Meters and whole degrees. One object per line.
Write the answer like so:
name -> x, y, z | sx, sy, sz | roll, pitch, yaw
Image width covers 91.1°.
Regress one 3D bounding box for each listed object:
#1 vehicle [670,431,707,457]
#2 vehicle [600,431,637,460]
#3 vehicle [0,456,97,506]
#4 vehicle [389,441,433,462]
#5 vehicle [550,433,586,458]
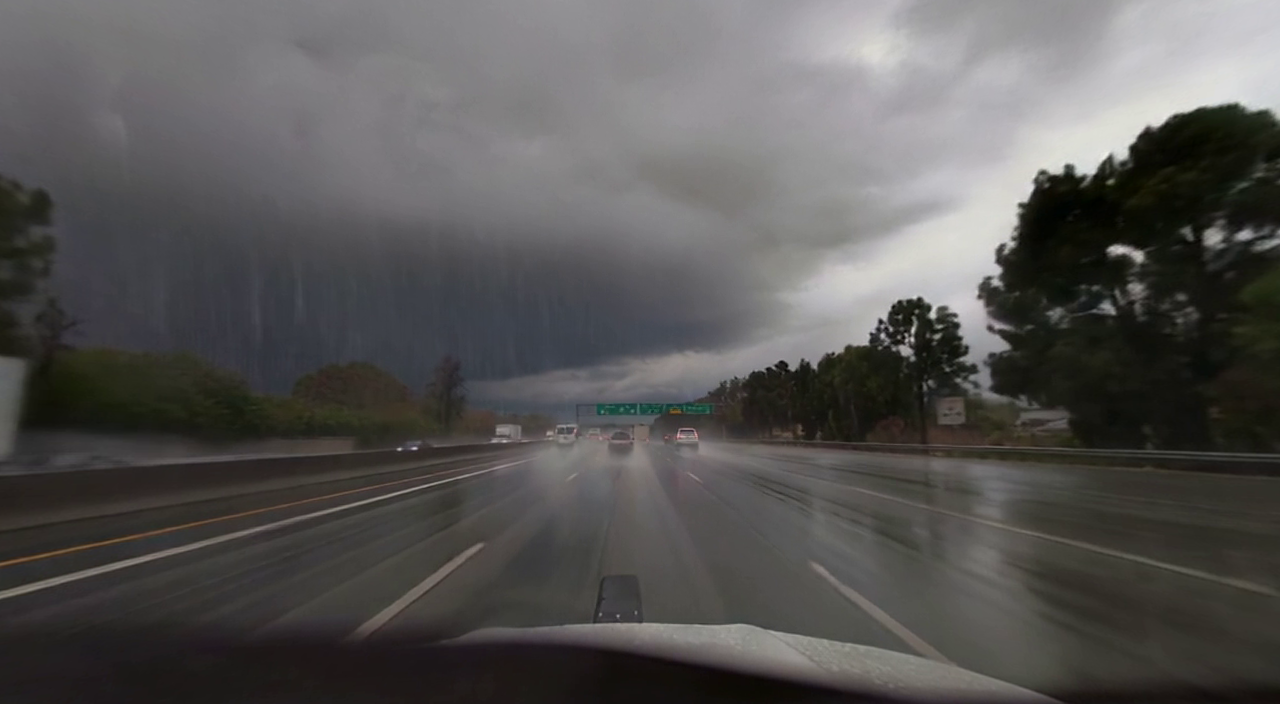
vehicle -> 3.210, 6.206, 42.651 | 2.066, 1.673, 4.225 | 0, -8, -2
vehicle -> -1.251, 5.574, 37.674 | 2.119, 1.629, 3.946 | 0, -8, -1
vehicle -> -21.484, 4.362, 21.466 | 1.815, 1.480, 4.547 | 0, -8, -1
vehicle -> -17.883, 7.740, 49.255 | 1.886, 1.517, 4.079 | 0, -8, 0
vehicle -> -4.886, 6.397, 43.279 | 2.046, 1.658, 4.008 | 0, -8, 0
